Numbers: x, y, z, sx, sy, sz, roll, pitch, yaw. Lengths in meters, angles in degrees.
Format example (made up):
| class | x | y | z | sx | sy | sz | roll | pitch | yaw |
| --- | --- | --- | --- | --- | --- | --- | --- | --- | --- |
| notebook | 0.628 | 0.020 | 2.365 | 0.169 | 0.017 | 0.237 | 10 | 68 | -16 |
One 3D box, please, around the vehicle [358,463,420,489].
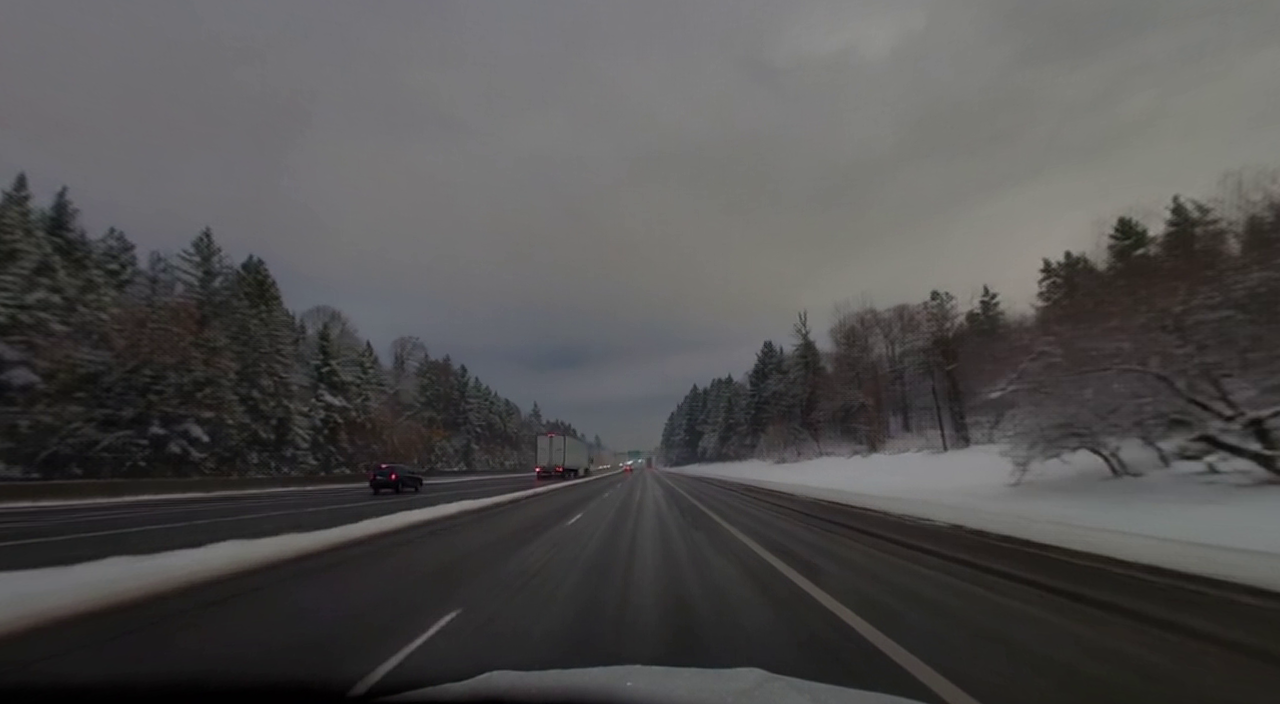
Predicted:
| class | x | y | z | sx | sy | sz | roll | pitch | yaw |
| --- | --- | --- | --- | --- | --- | --- | --- | --- | --- |
| vehicle | -14.841 | 7.350 | 37.491 | 1.745 | 1.430 | 4.252 | 0 | -10 | 3 |
